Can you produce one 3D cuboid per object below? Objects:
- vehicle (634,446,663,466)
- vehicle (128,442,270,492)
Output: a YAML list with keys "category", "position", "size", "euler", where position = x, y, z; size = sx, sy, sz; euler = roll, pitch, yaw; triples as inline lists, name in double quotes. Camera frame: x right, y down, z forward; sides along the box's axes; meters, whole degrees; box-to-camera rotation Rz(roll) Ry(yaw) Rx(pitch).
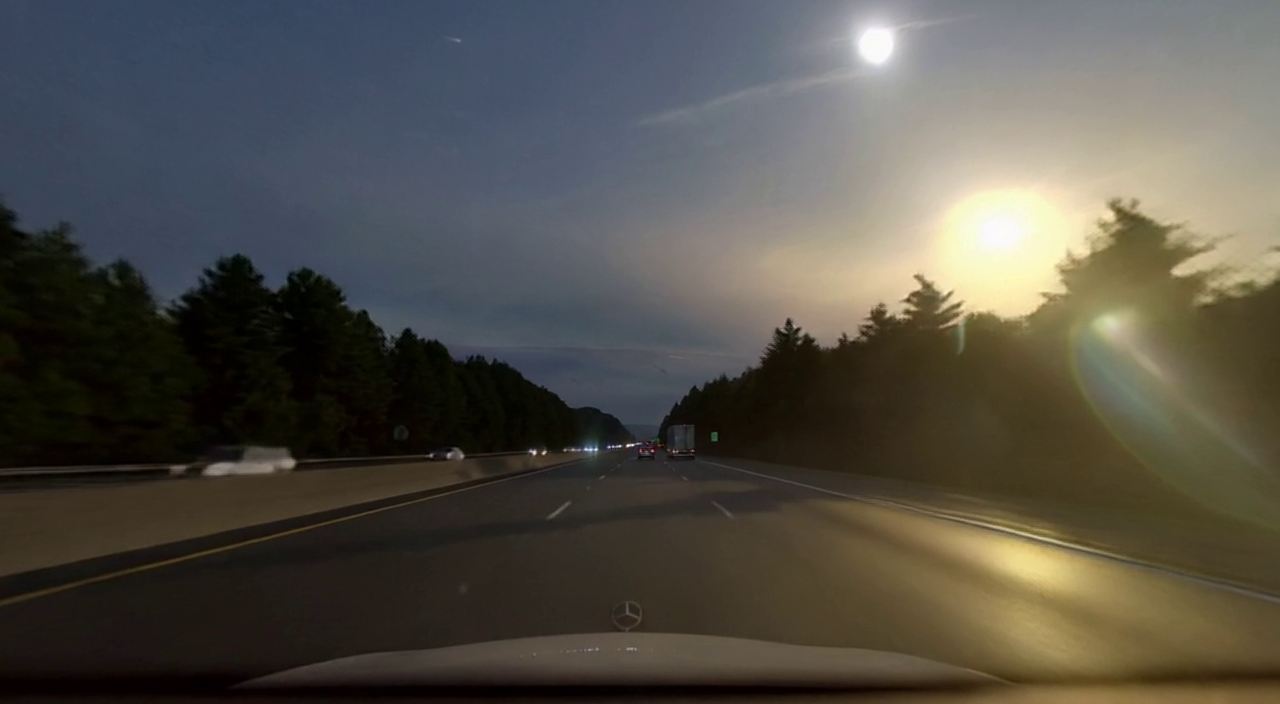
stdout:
- category: "vehicle"
  position: [0.636, 7.731, 46.932]
  size: [2.023, 1.434, 4.236]
  euler: [0, -9, 1]
- category: "vehicle"
  position: [-15.464, 4.044, 22.451]
  size: [1.906, 1.582, 4.254]
  euler: [0, -9, 1]
